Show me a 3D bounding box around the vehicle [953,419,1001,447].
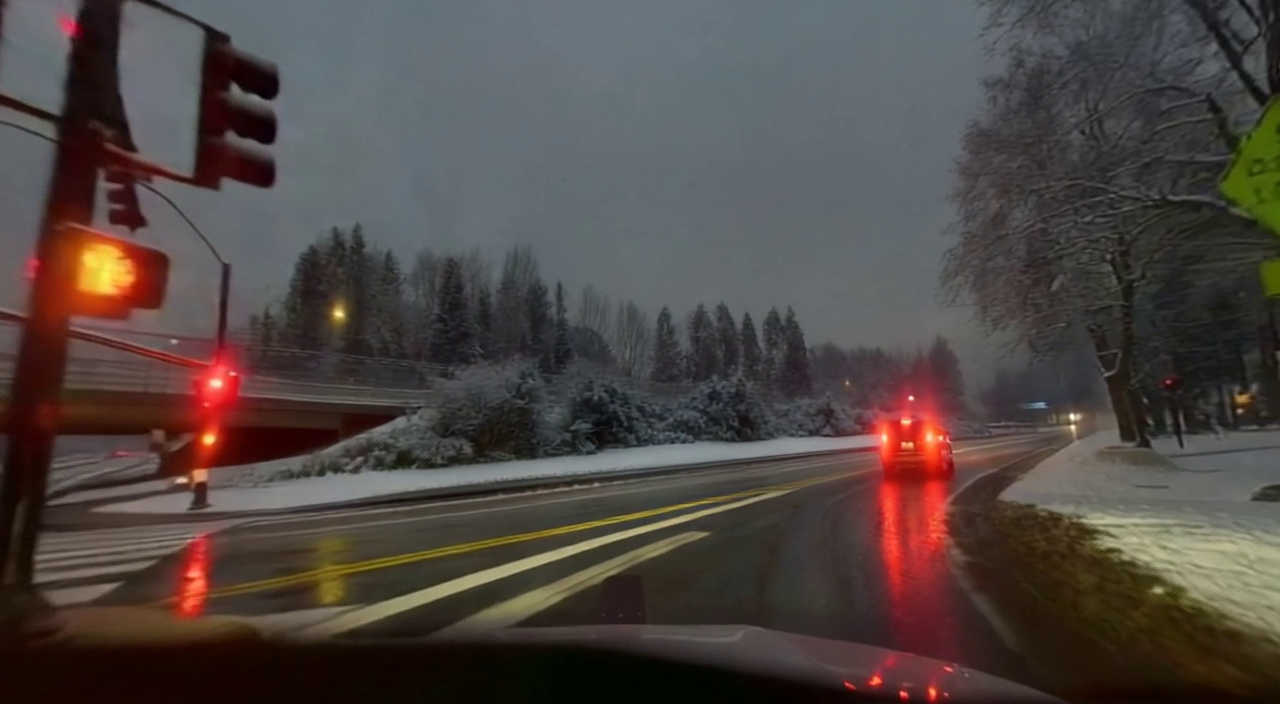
[{"bbox_3d":[24.714,5.962,46.228,2.122,1.954,5.144,-7,-11,37],"label":"vehicle"}]

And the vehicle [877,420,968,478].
[{"bbox_3d":[9.169,3.104,20.339,1.908,1.622,4.166,-6,-10,33],"label":"vehicle"}]
